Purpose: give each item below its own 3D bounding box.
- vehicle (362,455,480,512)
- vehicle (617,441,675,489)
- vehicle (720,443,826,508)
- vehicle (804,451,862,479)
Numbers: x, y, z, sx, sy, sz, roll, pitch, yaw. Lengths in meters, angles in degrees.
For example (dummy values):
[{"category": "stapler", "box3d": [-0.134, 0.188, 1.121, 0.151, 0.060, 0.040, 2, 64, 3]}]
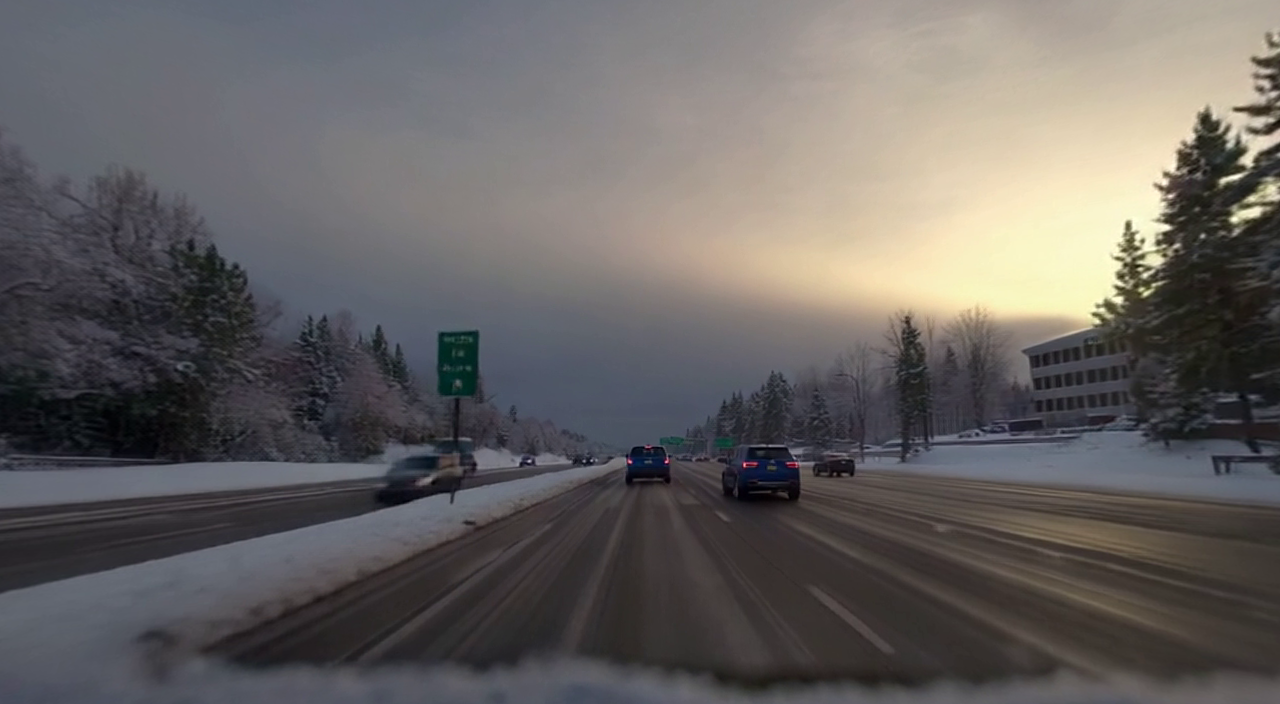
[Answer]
[{"category": "vehicle", "box3d": [-6.654, 4.024, 19.852, 1.830, 1.466, 5.021, 0, -9, 1]}, {"category": "vehicle", "box3d": [0.242, 4.783, 27.140, 2.290, 1.862, 4.454, 0, -8, 1]}, {"category": "vehicle", "box3d": [3.562, 3.371, 17.690, 2.042, 1.592, 4.047, 0, -8, -1]}, {"category": "vehicle", "box3d": [11.365, 6.677, 37.546, 1.985, 1.503, 4.842, 0, -8, 1]}]
